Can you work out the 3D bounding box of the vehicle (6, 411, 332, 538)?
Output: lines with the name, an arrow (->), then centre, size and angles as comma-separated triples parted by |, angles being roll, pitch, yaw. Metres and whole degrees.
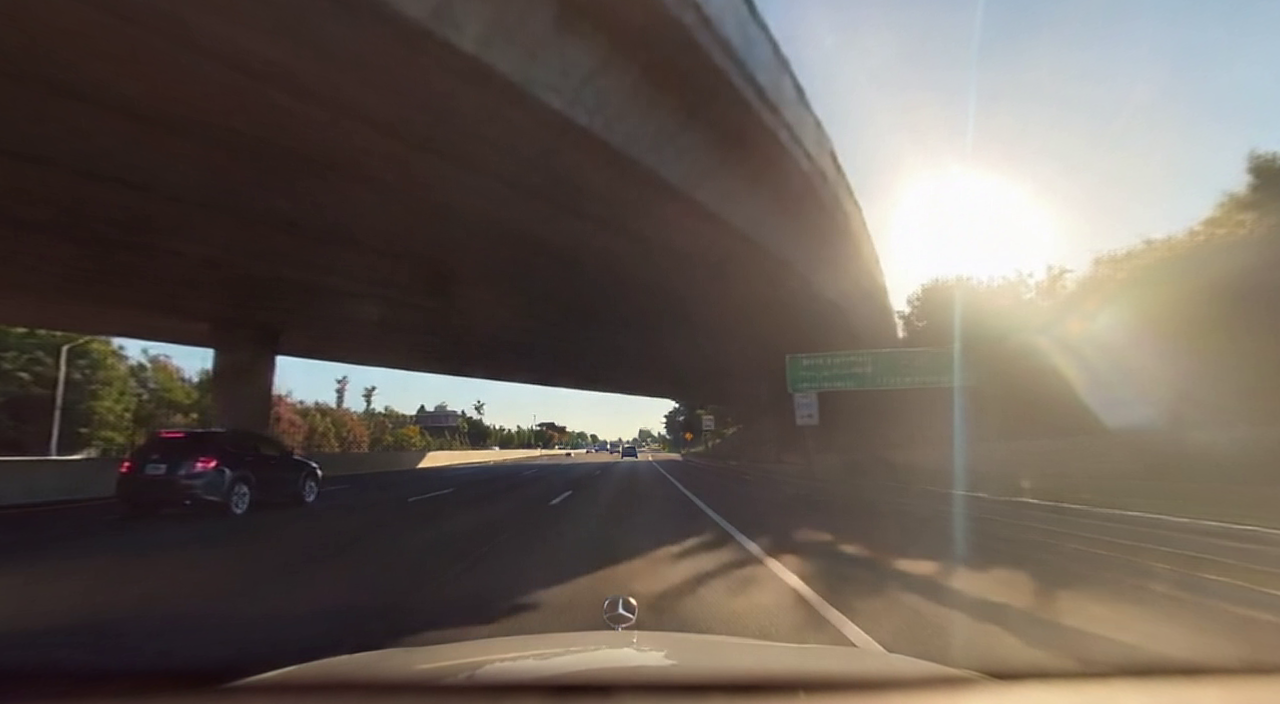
vehicle -> -7.969, 2.122, 11.544 | 2.231, 1.807, 4.758 | 0, -8, 0
